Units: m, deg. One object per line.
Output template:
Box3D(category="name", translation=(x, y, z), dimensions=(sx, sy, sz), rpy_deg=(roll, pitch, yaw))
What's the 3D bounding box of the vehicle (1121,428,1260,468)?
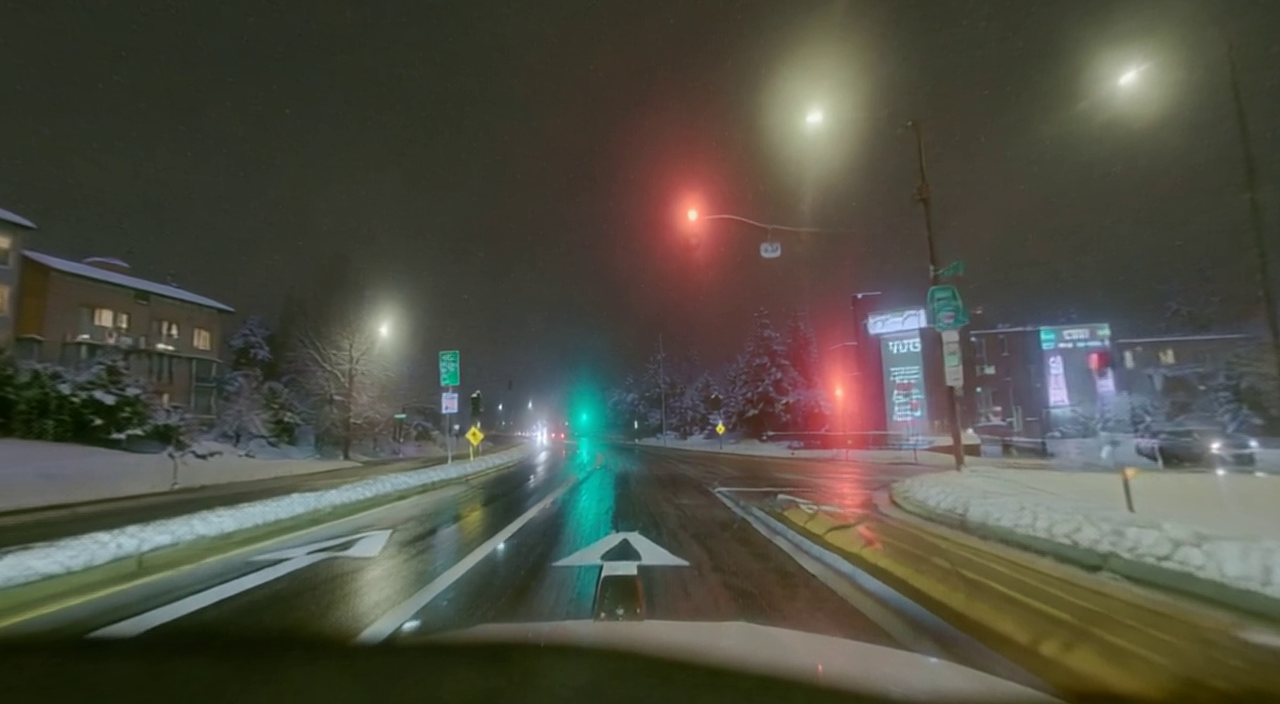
Box3D(category="vehicle", translation=(22.474, 3.934, 25.781), dimensions=(1.717, 1.486, 3.824), rpy_deg=(4, -10, -32))
